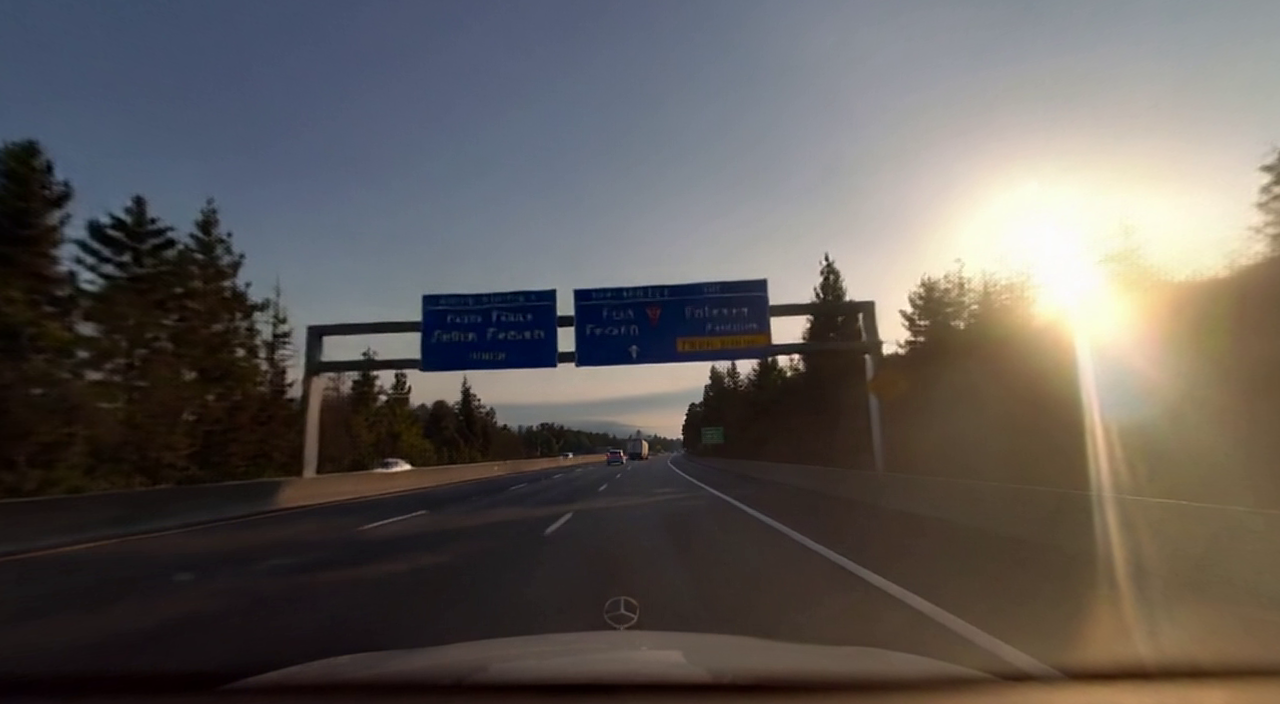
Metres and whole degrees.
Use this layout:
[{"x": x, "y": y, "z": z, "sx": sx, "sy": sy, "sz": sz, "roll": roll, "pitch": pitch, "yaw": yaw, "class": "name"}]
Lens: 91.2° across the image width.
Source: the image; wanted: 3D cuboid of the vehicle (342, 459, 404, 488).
[{"x": -14.932, "y": 6.788, "z": 35.305, "sx": 1.780, "sy": 1.447, "sz": 3.766, "roll": 0, "pitch": -9, "yaw": 1, "class": "vehicle"}]
